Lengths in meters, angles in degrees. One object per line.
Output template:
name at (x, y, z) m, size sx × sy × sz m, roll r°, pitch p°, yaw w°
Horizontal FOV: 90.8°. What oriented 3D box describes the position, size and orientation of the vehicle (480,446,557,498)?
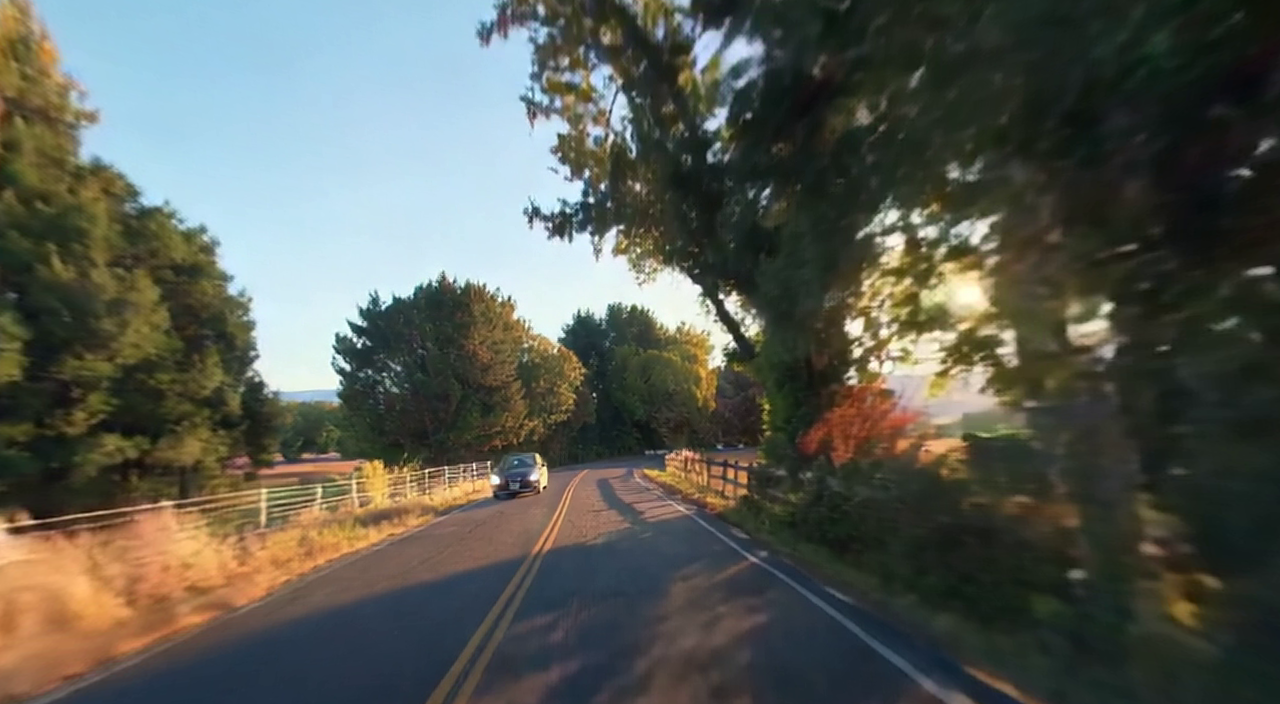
vehicle at (-3.983, 3.975, 21.237) m, size 1.987 × 1.521 × 3.649 m, roll -1°, pitch -9°, yaw -2°
